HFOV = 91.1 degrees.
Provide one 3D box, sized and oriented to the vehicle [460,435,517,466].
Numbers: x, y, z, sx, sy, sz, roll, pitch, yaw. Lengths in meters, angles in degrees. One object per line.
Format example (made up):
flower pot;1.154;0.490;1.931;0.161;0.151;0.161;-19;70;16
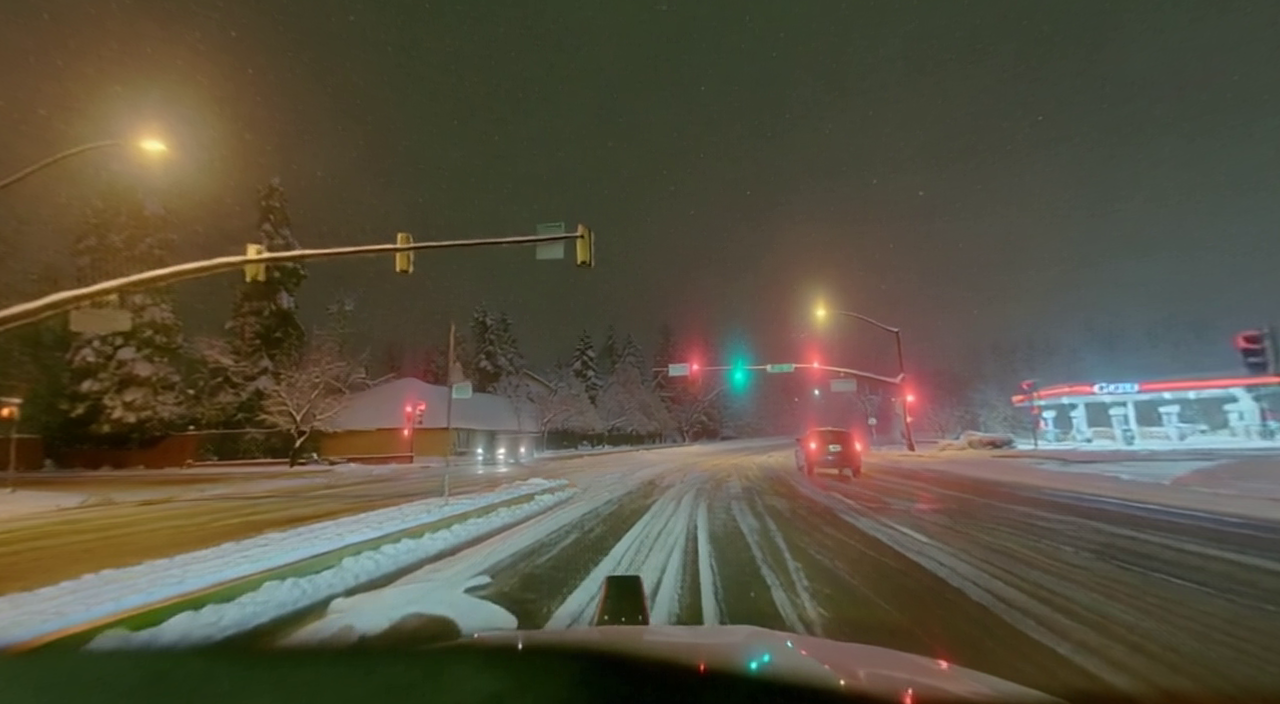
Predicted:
vehicle;-9.729;6.362;40.617;2.112;1.853;4.516;-1;-9;6

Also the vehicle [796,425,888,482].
vehicle;6.743;3.434;21.432;2.090;1.717;4.063;-1;-9;5
